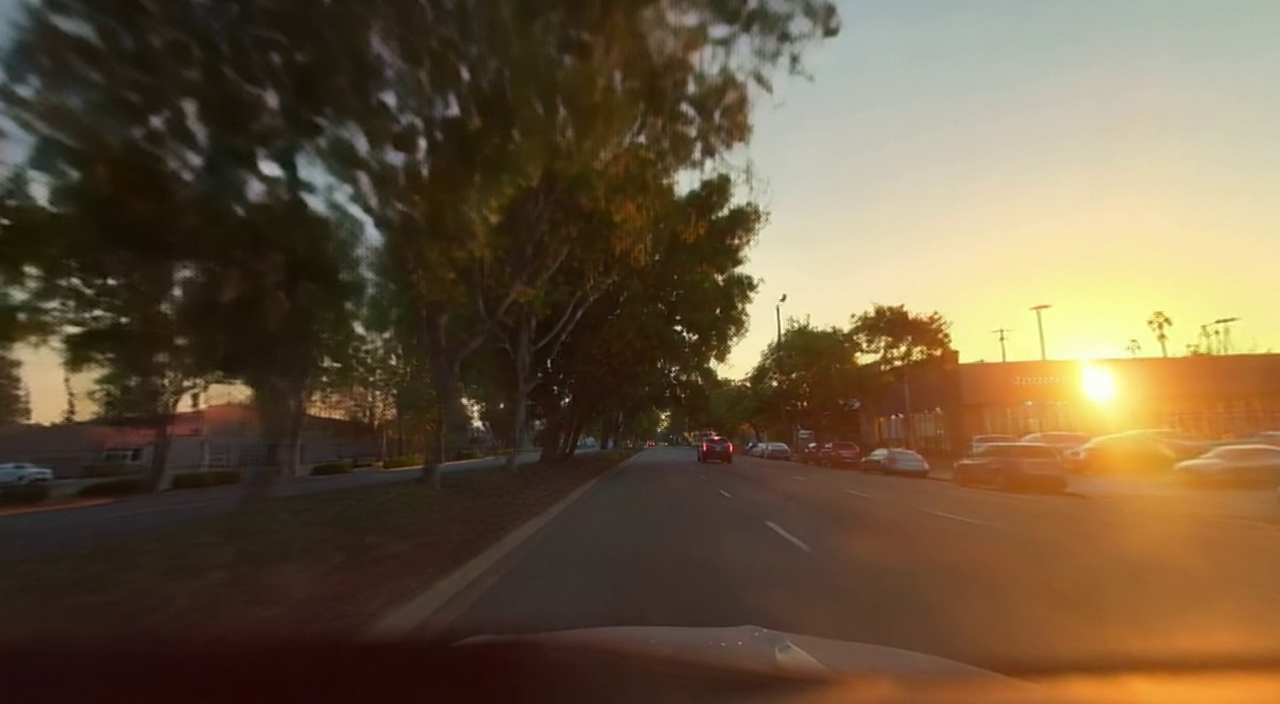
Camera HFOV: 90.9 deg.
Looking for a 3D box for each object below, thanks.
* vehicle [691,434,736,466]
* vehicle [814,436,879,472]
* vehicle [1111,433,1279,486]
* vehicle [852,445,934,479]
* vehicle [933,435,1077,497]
[{"bbox_3d":[4.489,6.053,39.155,2.183,1.845,4.482,0,-9,0],"label":"vehicle"},{"bbox_3d":[11.053,5.487,34.085,1.959,1.751,4.961,0,-9,2],"label":"vehicle"},{"bbox_3d":[18.329,3.434,20.396,4.562,1.485,1.889,-2,-7,1],"label":"vehicle"},{"bbox_3d":[10.946,4.783,27.630,1.824,1.364,4.238,0,-9,0],"label":"vehicle"},{"bbox_3d":[10.794,3.378,19.094,1.958,1.654,4.258,0,-9,3],"label":"vehicle"}]
